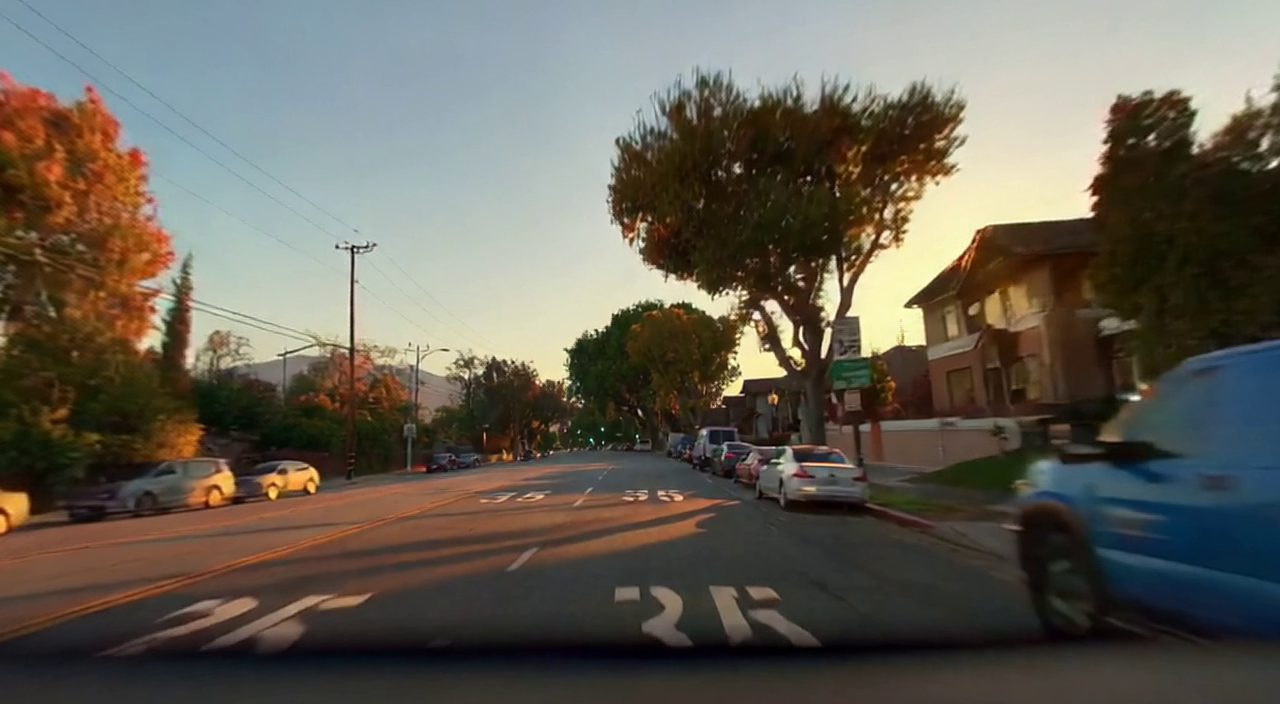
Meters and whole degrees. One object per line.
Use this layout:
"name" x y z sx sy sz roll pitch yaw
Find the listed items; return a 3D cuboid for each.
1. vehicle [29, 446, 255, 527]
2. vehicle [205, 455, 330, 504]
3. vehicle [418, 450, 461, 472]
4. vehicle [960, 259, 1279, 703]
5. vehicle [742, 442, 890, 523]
"vehicle" -13.051 3.482 17.027 2.128 1.854 4.943 0 -8 -2
"vehicle" -13.180 4.501 22.563 1.821 1.468 4.408 0 -8 -1
"vehicle" -15.523 8.422 48.717 1.992 1.517 4.426 0 -8 -2
"vehicle" 3.389 0.565 1.483 2.278 1.976 5.589 0 -8 0
"vehicle" 3.495 2.662 13.409 1.827 1.422 4.340 0 -8 -1
